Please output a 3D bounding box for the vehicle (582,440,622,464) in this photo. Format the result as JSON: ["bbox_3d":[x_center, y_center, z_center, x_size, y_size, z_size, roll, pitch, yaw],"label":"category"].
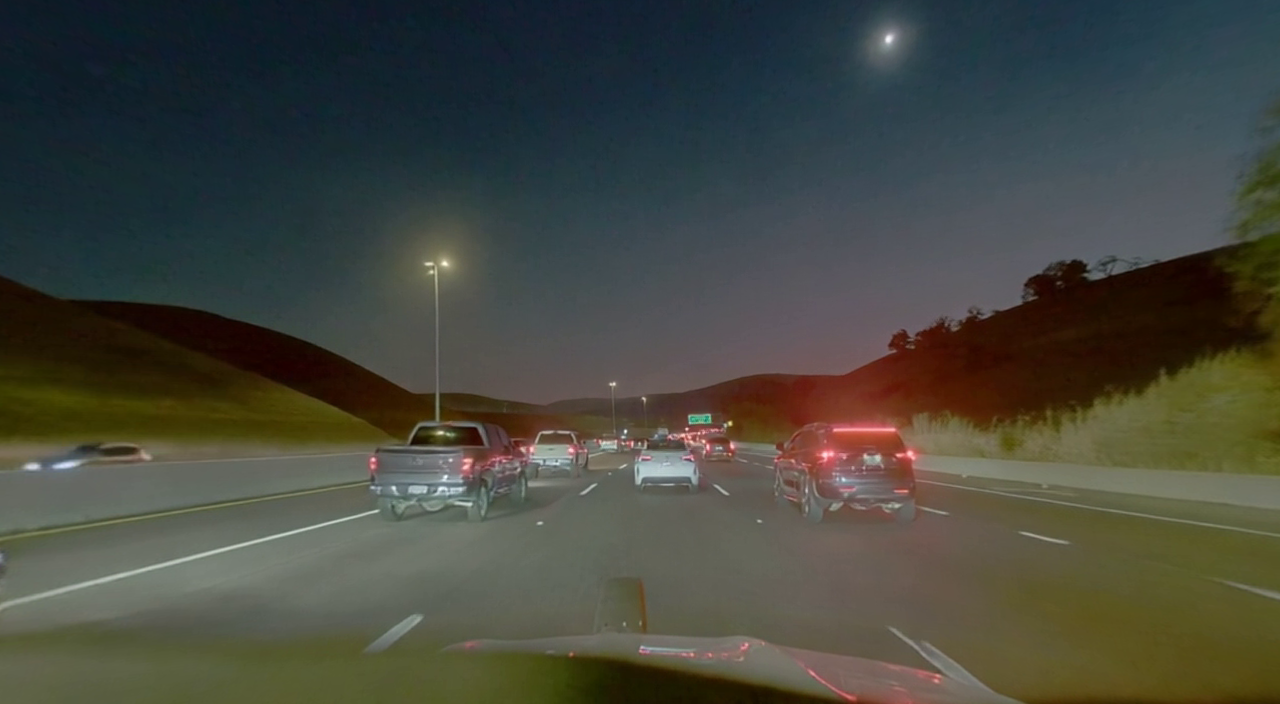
[{"bbox_3d":[-2.272,6.113,38.664,1.973,1.378,3.677,-1,-8,4],"label":"vehicle"}]

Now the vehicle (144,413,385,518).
[{"bbox_3d":[-7.476,2.308,13.347,2.017,1.810,4.782,0,-8,2],"label":"vehicle"}]

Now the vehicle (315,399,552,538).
[{"bbox_3d":[-3.228,1.987,11.440,2.301,1.902,5.374,0,-8,2],"label":"vehicle"}]

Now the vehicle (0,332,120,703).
[{"bbox_3d":[-3.604,0.541,0.728,2.179,1.723,4.410,0,-8,1],"label":"vehicle"}]

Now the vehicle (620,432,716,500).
[{"bbox_3d":[0.651,2.820,16.022,2.105,1.471,4.349,0,-8,1],"label":"vehicle"}]

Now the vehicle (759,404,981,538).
[{"bbox_3d":[3.481,1.906,10.688,2.046,1.765,4.534,0,-8,0],"label":"vehicle"}]

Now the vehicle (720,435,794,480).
[{"bbox_3d":[4.157,3.832,23.135,1.930,1.474,4.376,0,-8,1],"label":"vehicle"}]
